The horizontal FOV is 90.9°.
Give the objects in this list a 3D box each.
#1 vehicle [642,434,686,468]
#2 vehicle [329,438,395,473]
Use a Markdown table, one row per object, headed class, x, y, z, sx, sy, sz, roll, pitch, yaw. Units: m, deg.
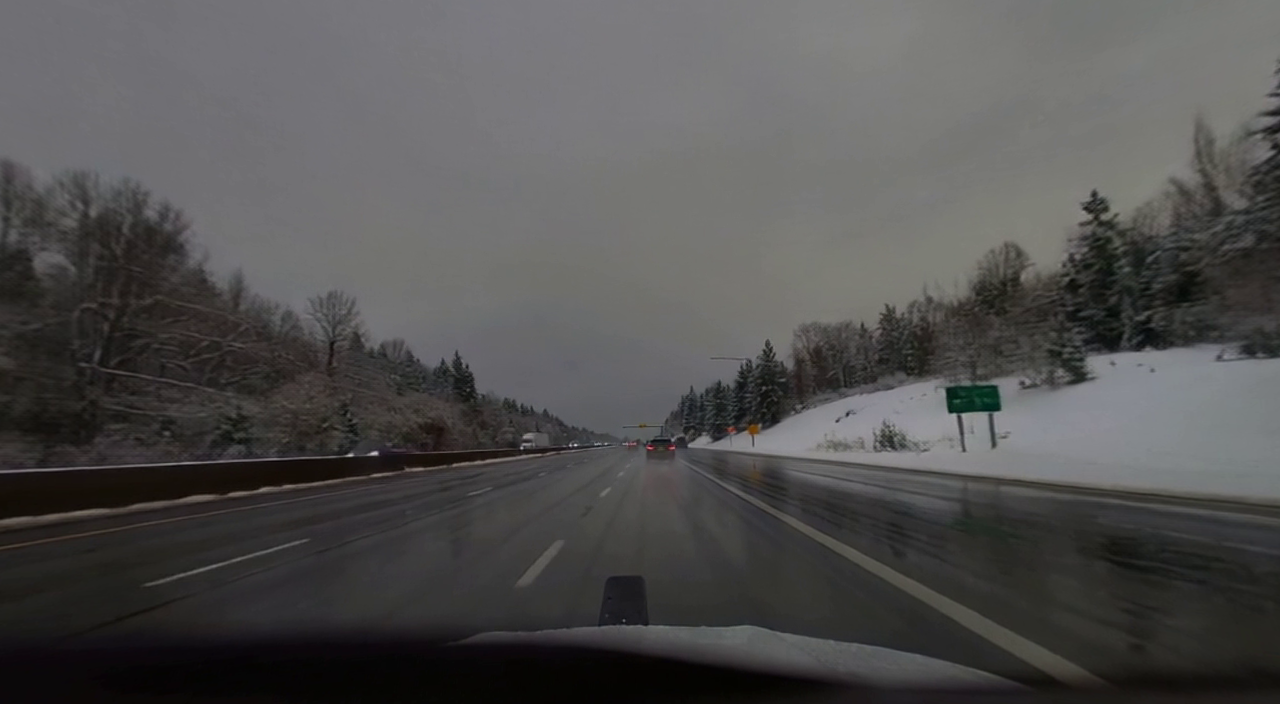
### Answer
| class | x | y | z | sx | sy | sz | roll | pitch | yaw |
| --- | --- | --- | --- | --- | --- | --- | --- | --- | --- |
| vehicle | 1.281 | 5.479 | 35.149 | 2.260 | 1.766 | 4.348 | 0 | -8 | 0 |
| vehicle | -20.642 | 7.688 | 47.172 | 2.194 | 2.421 | 5.841 | 0 | -8 | 1 |
